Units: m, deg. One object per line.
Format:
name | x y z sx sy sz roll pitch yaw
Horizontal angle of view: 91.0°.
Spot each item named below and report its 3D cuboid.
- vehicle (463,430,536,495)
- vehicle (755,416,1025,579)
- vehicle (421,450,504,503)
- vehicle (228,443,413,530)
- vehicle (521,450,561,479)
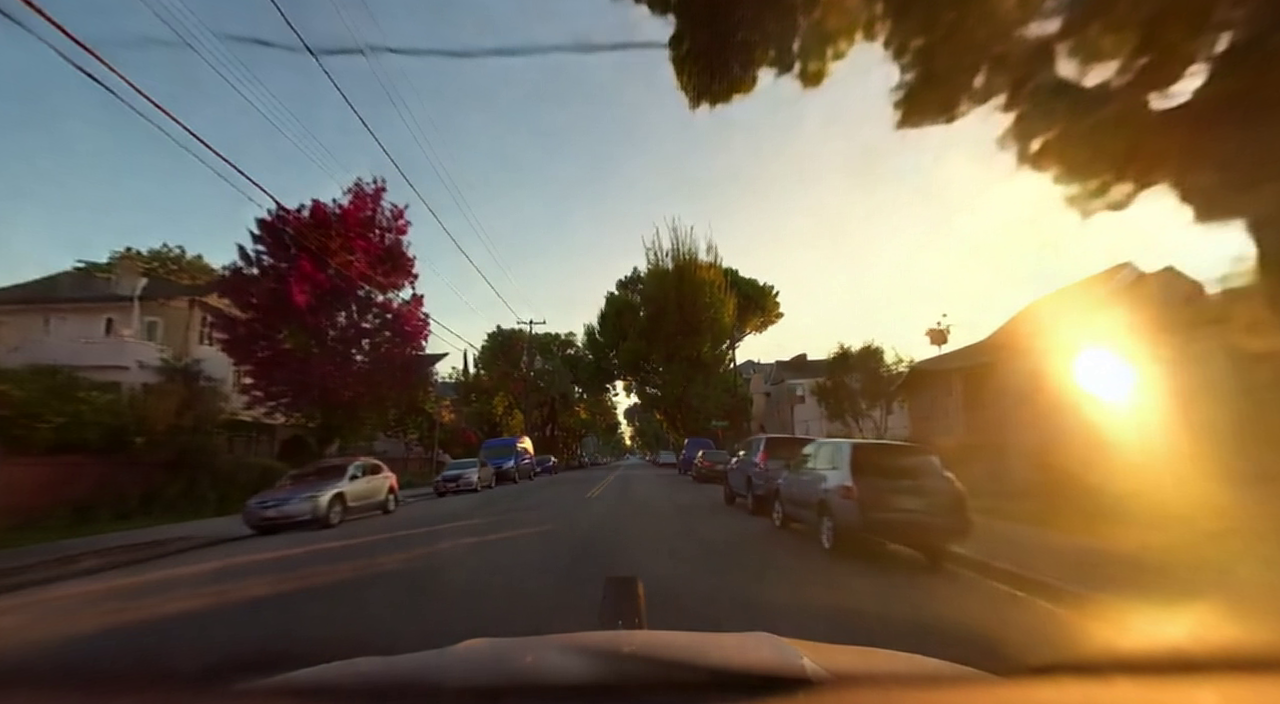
vehicle | -7.122 5.583 32.602 2.508 2.712 5.809 0 -4 -1
vehicle | 3.183 1.958 9.284 2.013 1.775 4.570 0 -9 -1
vehicle | -7.058 4.958 25.532 2.027 1.563 4.594 -2 -5 0
vehicle | -6.945 2.896 14.311 1.874 1.569 4.318 1 -8 1
vehicle | -7.061 8.037 45.333 2.057 1.632 4.730 1 -6 0
